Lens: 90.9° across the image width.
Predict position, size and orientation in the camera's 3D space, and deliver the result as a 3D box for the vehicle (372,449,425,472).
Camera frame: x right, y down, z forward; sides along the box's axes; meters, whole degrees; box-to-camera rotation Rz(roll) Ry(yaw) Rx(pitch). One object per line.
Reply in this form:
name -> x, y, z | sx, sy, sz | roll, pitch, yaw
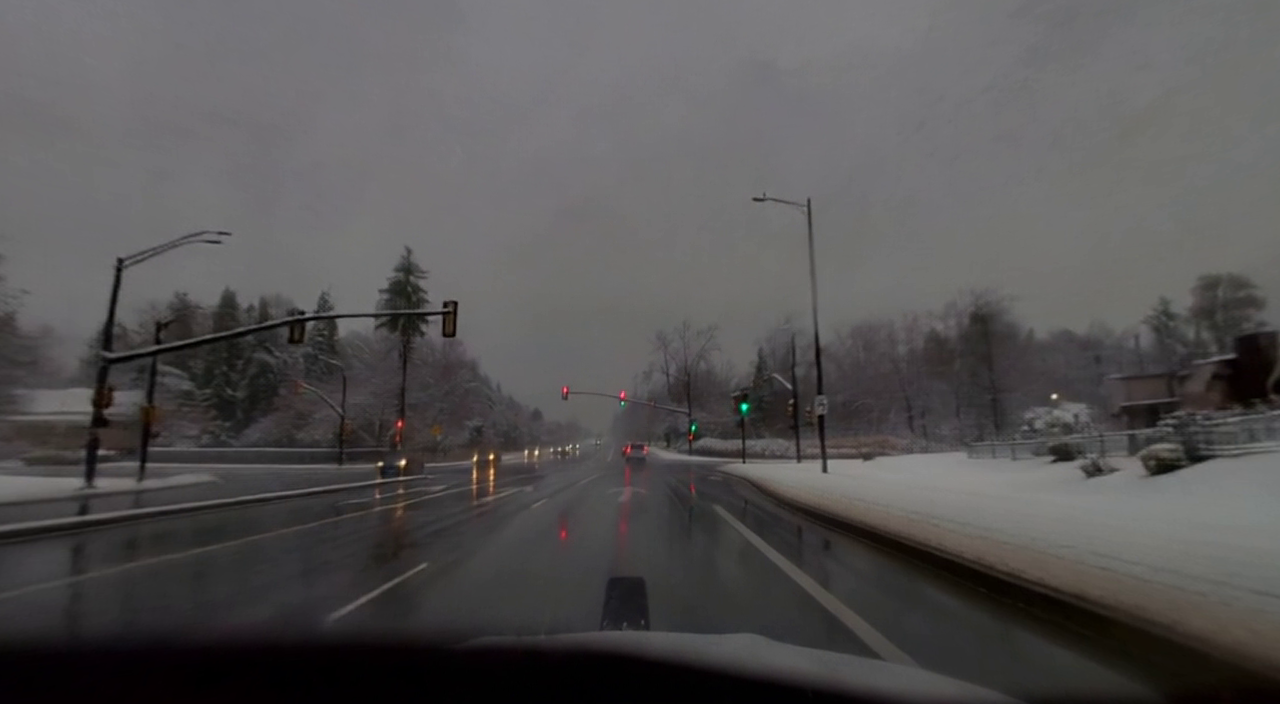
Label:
vehicle -> -16.538, 7.426, 43.401 | 1.818, 1.384, 4.874 | 0, -8, -2
